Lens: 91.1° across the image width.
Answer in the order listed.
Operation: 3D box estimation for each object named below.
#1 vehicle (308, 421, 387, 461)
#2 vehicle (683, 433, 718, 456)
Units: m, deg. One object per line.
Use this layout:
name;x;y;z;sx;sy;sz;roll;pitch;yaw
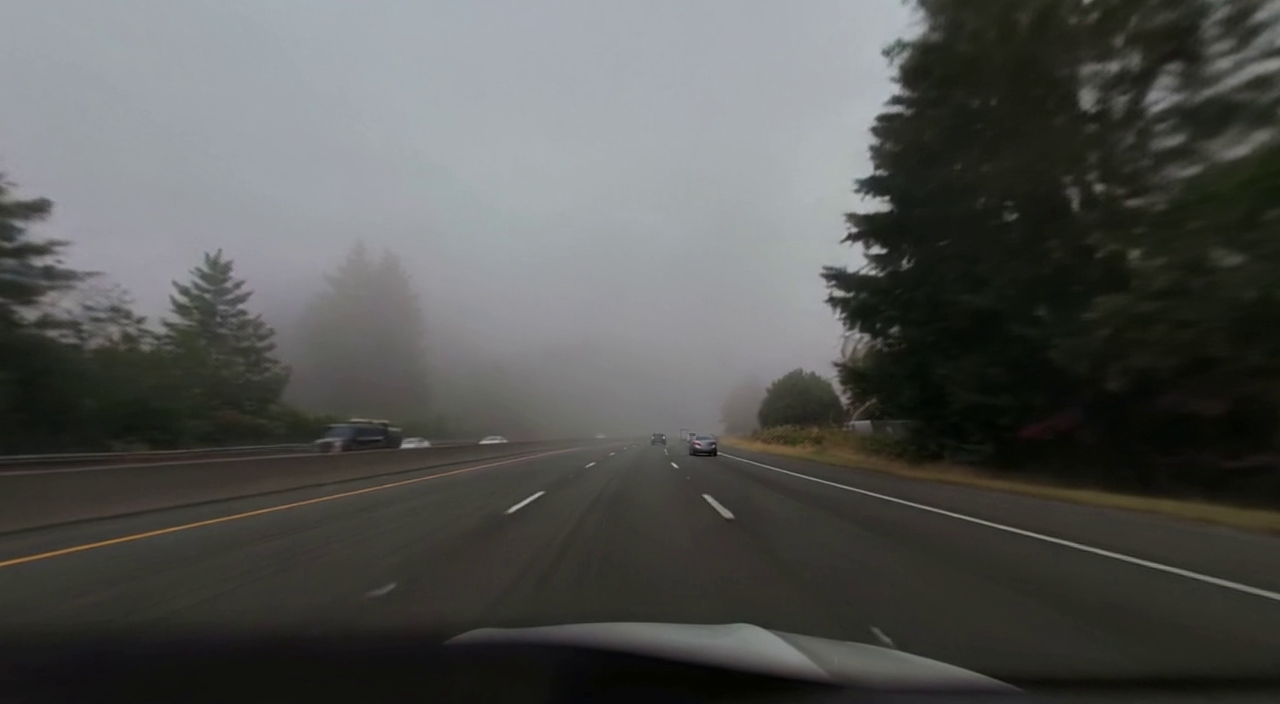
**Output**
vehicle;-19.967;6.108;43.292;2.376;2.574;5.921;0;-8;2
vehicle;4.067;6.339;43.167;1.982;1.452;4.294;0;-8;0
